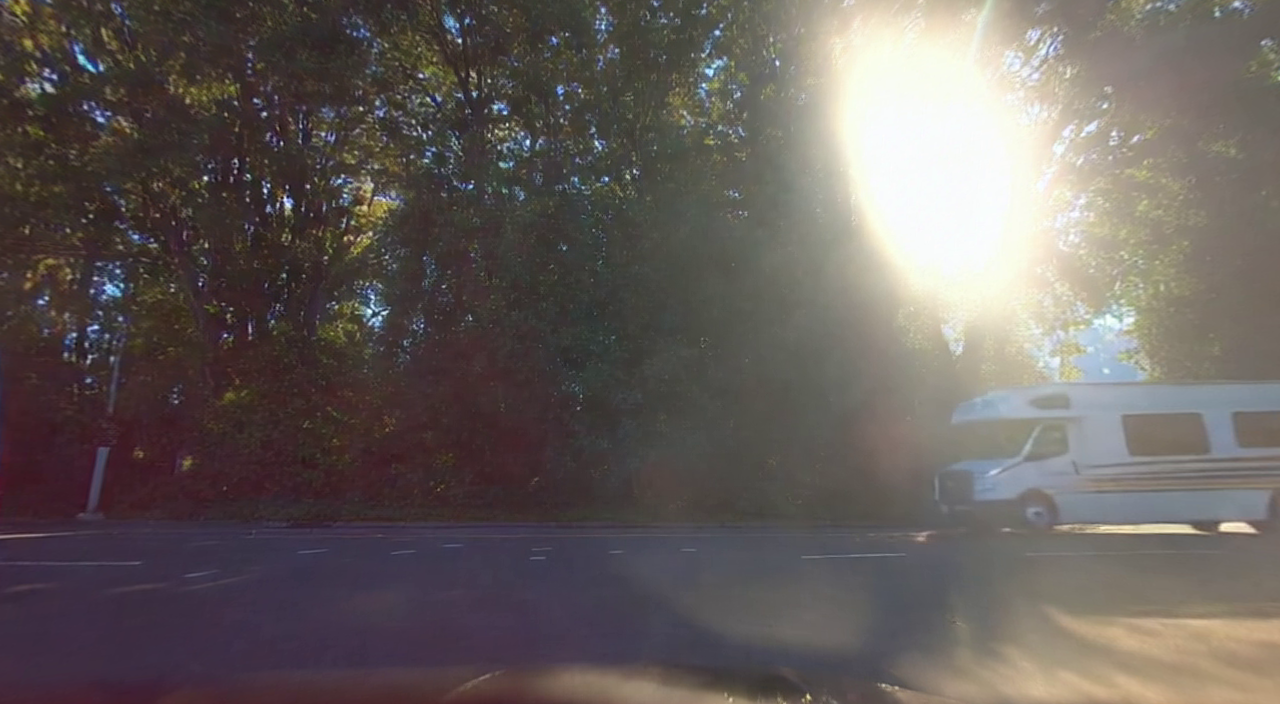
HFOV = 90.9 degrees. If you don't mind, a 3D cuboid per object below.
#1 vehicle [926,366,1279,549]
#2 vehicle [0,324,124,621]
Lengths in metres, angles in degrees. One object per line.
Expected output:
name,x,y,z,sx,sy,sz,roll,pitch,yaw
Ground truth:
vehicle,10.561,2.082,12.753,8.152,3.185,2.776,0,-9,-3
vehicle,-7.472,0.792,3.970,2.247,2.424,5.923,-6,-11,33
